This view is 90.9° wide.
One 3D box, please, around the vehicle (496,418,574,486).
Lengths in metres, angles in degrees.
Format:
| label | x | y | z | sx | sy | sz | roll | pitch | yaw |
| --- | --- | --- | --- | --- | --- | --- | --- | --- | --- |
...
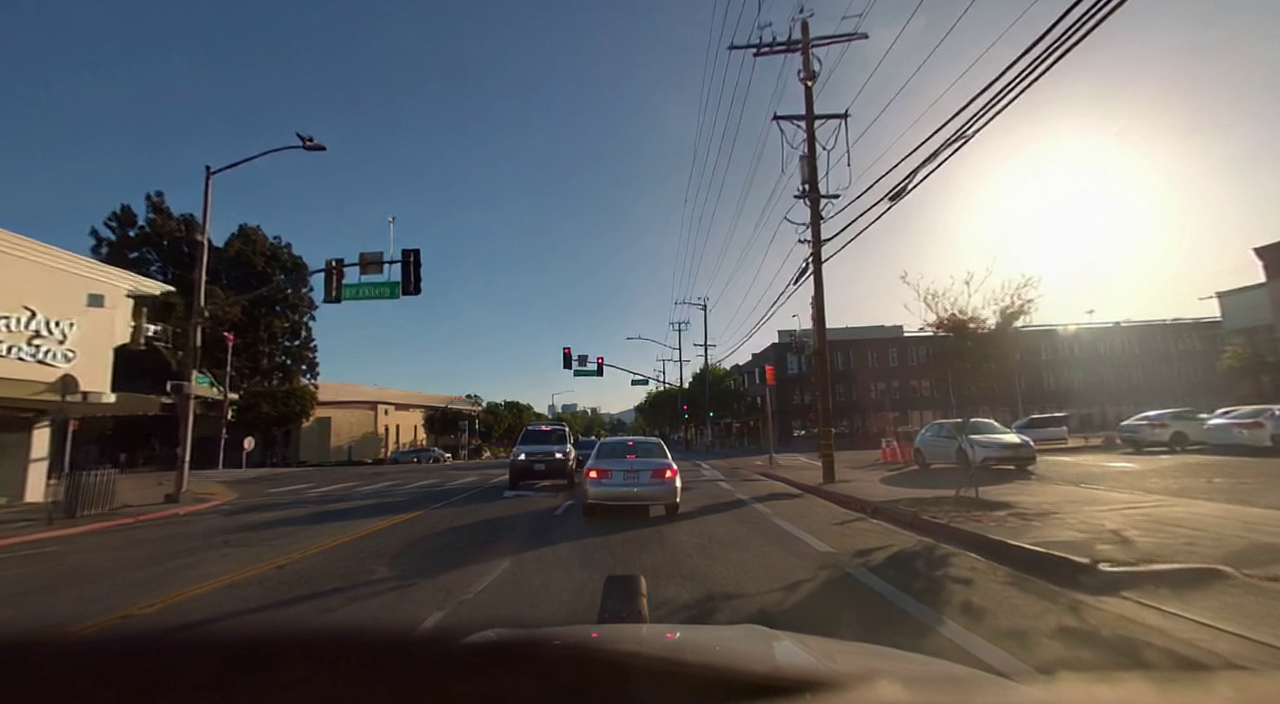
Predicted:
| label | x | y | z | sx | sy | sz | roll | pitch | yaw |
| --- | --- | --- | --- | --- | --- | --- | --- | --- | --- |
| vehicle | -3.148 | 3.119 | 19.863 | 2.106 | 1.852 | 4.512 | 1 | -8 | -6 |

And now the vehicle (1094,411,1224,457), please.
| label | x | y | z | sx | sy | sz | roll | pitch | yaw |
| --- | --- | --- | --- | --- | --- | --- | --- | --- | --- |
| vehicle | 18.652 | 2.952 | 22.626 | 4.446 | 1.511 | 1.977 | 4 | -10 | -29 |

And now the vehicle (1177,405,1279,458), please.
| label | x | y | z | sx | sy | sz | roll | pitch | yaw |
| --- | --- | --- | --- | --- | --- | --- | --- | --- | --- |
| vehicle | 19.542 | 2.568 | 20.177 | 4.129 | 1.512 | 2.003 | 4 | -9 | -27 |

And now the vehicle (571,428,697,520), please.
| label | x | y | z | sx | sy | sz | roll | pitch | yaw |
| --- | --- | --- | --- | --- | --- | --- | --- | --- | --- |
| vehicle | -0.167 | 2.325 | 12.559 | 2.070 | 1.481 | 4.216 | 0 | -8 | -2 |

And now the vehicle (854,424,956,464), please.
| label | x | y | z | sx | sy | sz | roll | pitch | yaw |
| --- | --- | --- | --- | --- | --- | --- | --- | --- | --- |
| vehicle | 10.587 | 3.732 | 25.642 | 1.842 | 1.471 | 4.481 | 1 | -8 | -6 |

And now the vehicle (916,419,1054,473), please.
| label | x | y | z | sx | sy | sz | roll | pitch | yaw |
| --- | --- | --- | --- | --- | --- | --- | --- | --- | --- |
| vehicle | 10.467 | 2.912 | 19.581 | 1.888 | 1.455 | 4.268 | 0 | -8 | 1 |
